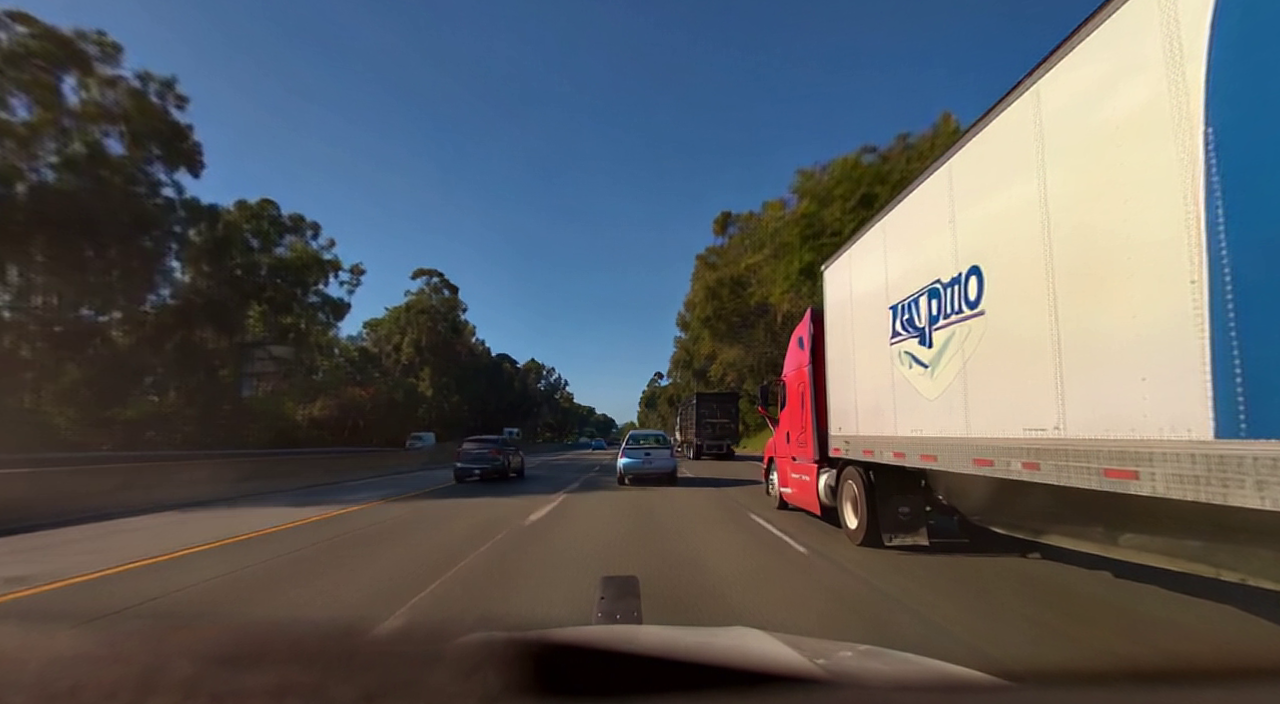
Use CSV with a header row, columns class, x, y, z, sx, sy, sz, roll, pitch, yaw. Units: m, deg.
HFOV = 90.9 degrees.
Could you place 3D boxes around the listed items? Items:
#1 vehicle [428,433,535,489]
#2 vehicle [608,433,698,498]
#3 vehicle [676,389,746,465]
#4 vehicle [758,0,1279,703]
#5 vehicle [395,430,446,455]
class,x,y,z,sx,sy,sz,roll,pitch,yaw
vehicle,-4.548,3.186,18.890,2.048,1.452,4.430,0,-8,0
vehicle,0.281,2.802,16.038,2.021,1.435,3.611,0,-8,0
vehicle,4.194,4.928,40.782,2.869,4.067,13.731,0,-8,0
vehicle,4.239,0.252,7.060,2.816,4.070,14.136,0,-8,-1
vehicle,-17.070,7.085,49.262,2.037,1.840,4.691,0,-8,3
